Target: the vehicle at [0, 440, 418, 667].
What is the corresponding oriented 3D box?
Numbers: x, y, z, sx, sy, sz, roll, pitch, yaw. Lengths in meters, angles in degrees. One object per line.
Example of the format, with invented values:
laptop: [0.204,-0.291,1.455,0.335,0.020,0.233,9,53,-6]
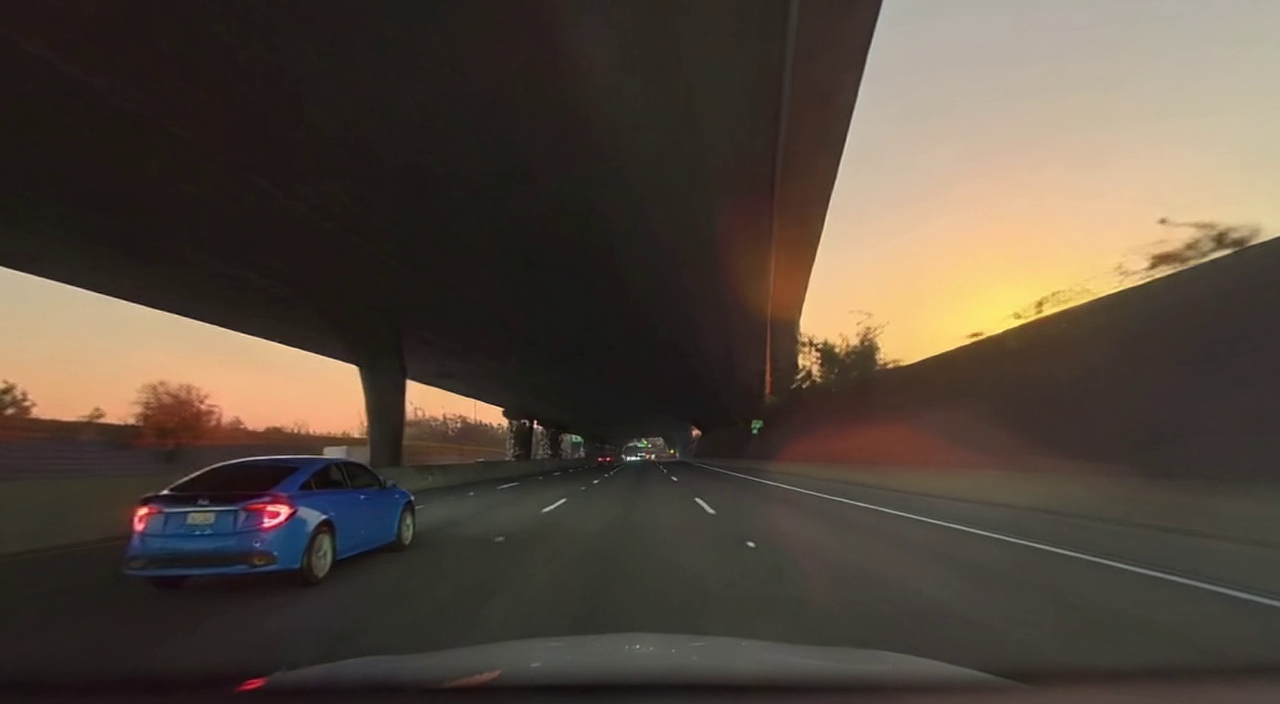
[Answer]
vehicle: [-3.851,1.630,6.141,1.935,1.479,3.787,0,-9,1]
